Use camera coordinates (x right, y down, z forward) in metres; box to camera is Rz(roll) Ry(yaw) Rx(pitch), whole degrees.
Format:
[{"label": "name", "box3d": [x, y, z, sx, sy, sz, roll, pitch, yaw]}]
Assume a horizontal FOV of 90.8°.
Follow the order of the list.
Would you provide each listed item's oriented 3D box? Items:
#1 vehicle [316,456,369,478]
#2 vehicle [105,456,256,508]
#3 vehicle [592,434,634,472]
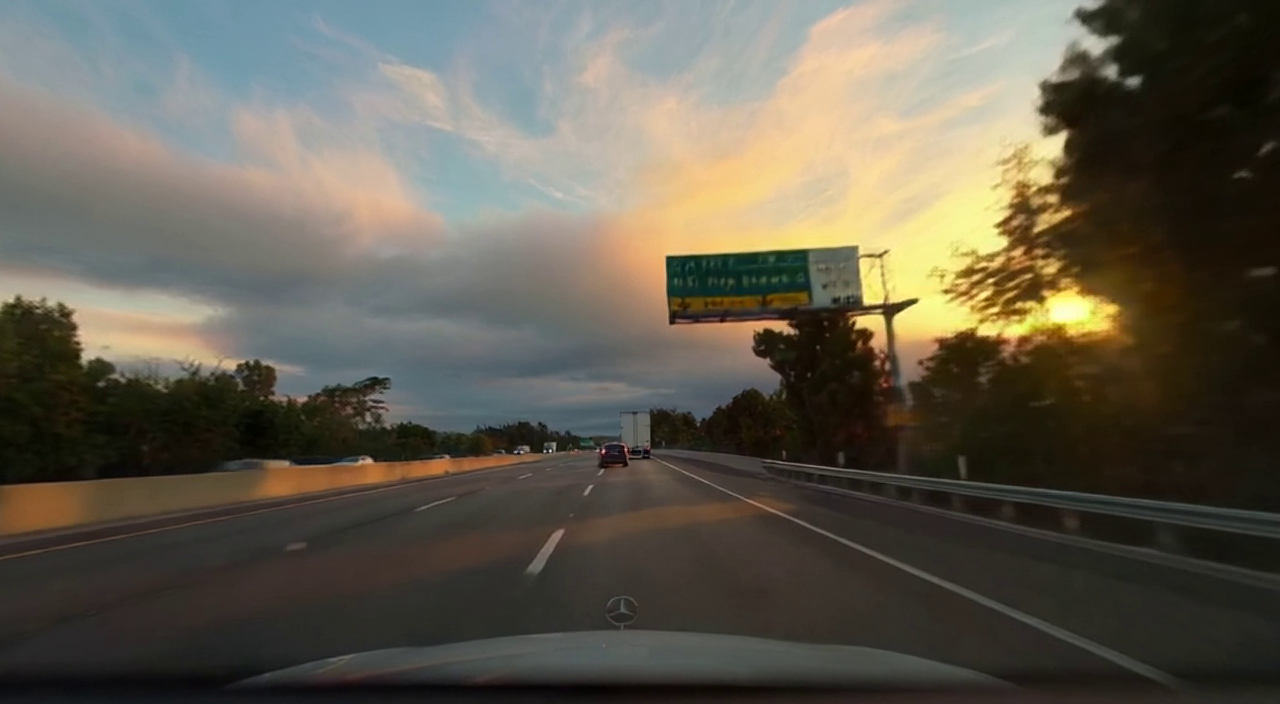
[{"label": "vehicle", "box3d": [-21.097, 8.125, 44.913, 1.792, 1.424, 4.233, 0, -9, -2]}, {"label": "vehicle", "box3d": [-13.903, 3.922, 19.408, 1.849, 1.349, 3.837, 0, -9, -2]}, {"label": "vehicle", "box3d": [-1.553, 5.584, 35.048, 2.139, 1.925, 4.312, 0, -9, -5]}]
